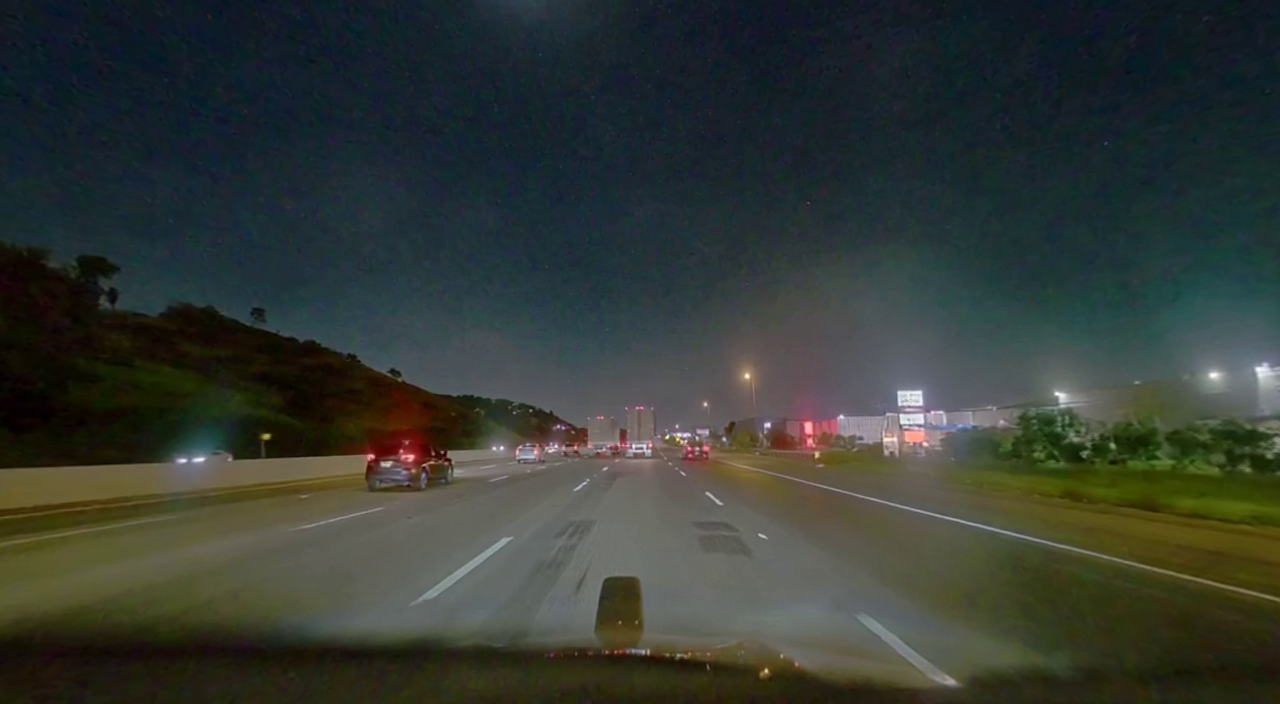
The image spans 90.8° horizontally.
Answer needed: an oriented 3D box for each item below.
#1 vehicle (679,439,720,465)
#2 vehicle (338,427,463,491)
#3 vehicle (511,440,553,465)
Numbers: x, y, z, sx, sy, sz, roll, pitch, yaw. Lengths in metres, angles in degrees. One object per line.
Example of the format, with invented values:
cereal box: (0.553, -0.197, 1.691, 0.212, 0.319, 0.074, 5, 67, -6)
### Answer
vehicle: (3.593, 6.120, 38.799, 2.006, 1.452, 4.246, 0, -8, -1)
vehicle: (-7.287, 3.292, 19.766, 2.122, 1.754, 4.379, 0, -9, 1)
vehicle: (-6.826, 6.421, 40.409, 1.891, 1.460, 4.506, 0, -8, 0)
